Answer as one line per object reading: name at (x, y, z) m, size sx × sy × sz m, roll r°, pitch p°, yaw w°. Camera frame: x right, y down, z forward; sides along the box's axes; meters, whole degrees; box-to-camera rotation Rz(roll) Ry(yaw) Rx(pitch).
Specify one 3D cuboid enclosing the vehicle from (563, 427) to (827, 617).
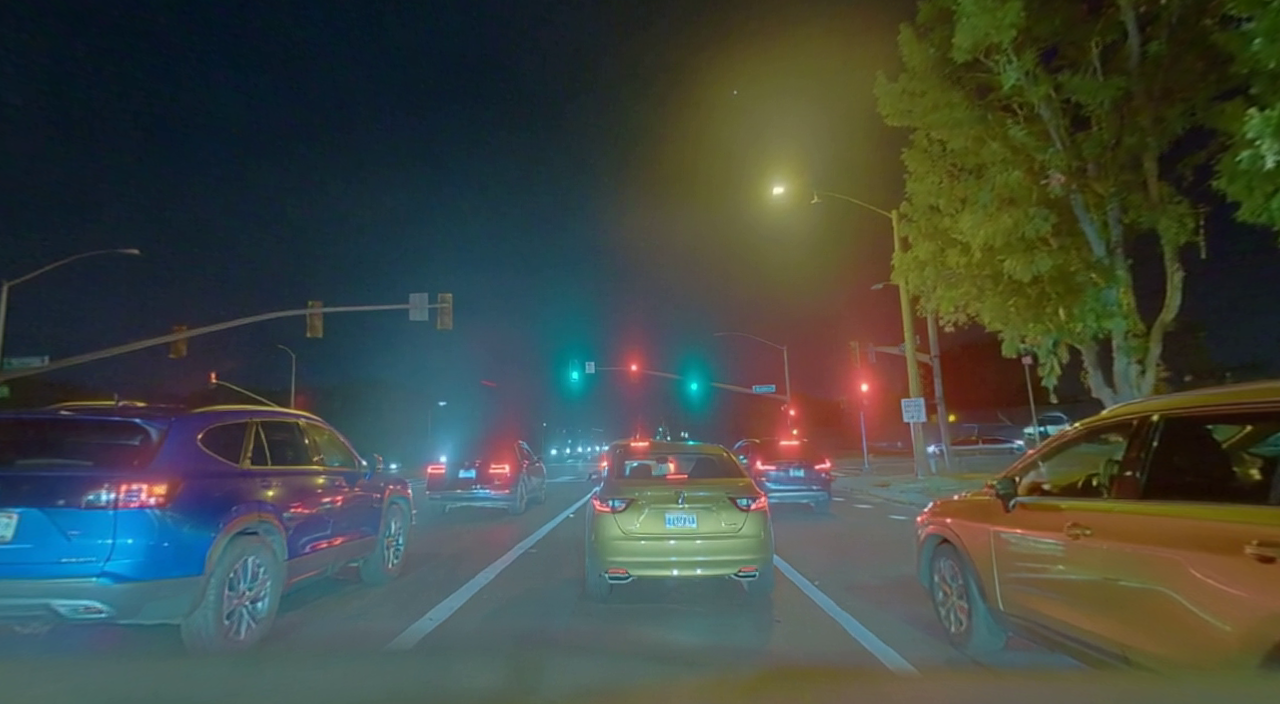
vehicle at (0.426, 1.619, 6.917) m, size 2.051 × 1.460 × 3.932 m, roll 0°, pitch -8°, yaw 0°

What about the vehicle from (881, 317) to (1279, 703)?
vehicle at (3.049, 0.930, 3.155) m, size 1.880 × 1.747 × 4.500 m, roll 0°, pitch -8°, yaw 0°

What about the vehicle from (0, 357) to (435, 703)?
vehicle at (-3.447, 1.220, 5.294) m, size 1.889 × 1.767 × 4.289 m, roll 0°, pitch -8°, yaw 1°

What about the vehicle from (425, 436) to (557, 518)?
vehicle at (-3.078, 2.658, 13.886) m, size 1.868 × 1.516 × 4.114 m, roll 0°, pitch -8°, yaw 0°
